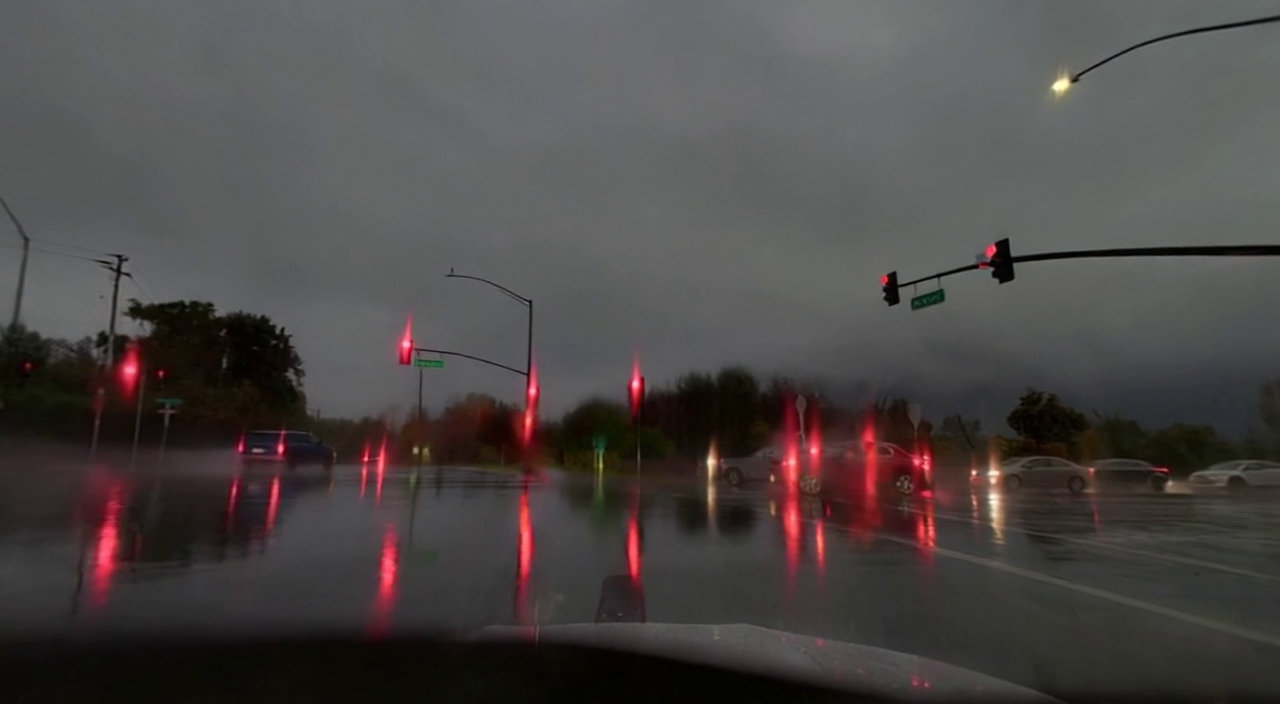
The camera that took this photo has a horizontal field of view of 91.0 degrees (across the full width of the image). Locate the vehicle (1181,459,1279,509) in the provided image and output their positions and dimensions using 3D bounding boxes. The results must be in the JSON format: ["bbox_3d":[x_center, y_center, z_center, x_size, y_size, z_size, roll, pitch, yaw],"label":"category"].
[{"bbox_3d":[24.650,5.243,25.268,4.322,1.522,1.795,-4,-9,-8],"label":"vehicle"}]

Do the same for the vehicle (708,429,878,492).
[{"bbox_3d":[5.448,3.904,22.704,5.535,1.896,2.170,4,-9,-9],"label":"vehicle"}]

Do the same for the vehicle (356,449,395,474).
[{"bbox_3d":[-17.071,7.054,40.824,1.964,1.525,4.750,3,-9,-19],"label":"vehicle"}]

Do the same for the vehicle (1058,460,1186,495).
[{"bbox_3d":[23.071,6.018,30.234,4.793,1.533,1.874,1,-9,-6],"label":"vehicle"}]

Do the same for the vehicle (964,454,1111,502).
[{"bbox_3d":[15.253,4.827,24.313,4.356,1.498,1.957,-2,-8,-6],"label":"vehicle"}]

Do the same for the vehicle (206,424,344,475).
[{"bbox_3d":[-15.919,4.320,27.969,2.243,2.011,5.631,-1,-9,6],"label":"vehicle"}]

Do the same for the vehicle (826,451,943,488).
[{"bbox_3d":[11.074,5.330,28.676,4.537,1.608,1.827,1,-9,-7],"label":"vehicle"}]
